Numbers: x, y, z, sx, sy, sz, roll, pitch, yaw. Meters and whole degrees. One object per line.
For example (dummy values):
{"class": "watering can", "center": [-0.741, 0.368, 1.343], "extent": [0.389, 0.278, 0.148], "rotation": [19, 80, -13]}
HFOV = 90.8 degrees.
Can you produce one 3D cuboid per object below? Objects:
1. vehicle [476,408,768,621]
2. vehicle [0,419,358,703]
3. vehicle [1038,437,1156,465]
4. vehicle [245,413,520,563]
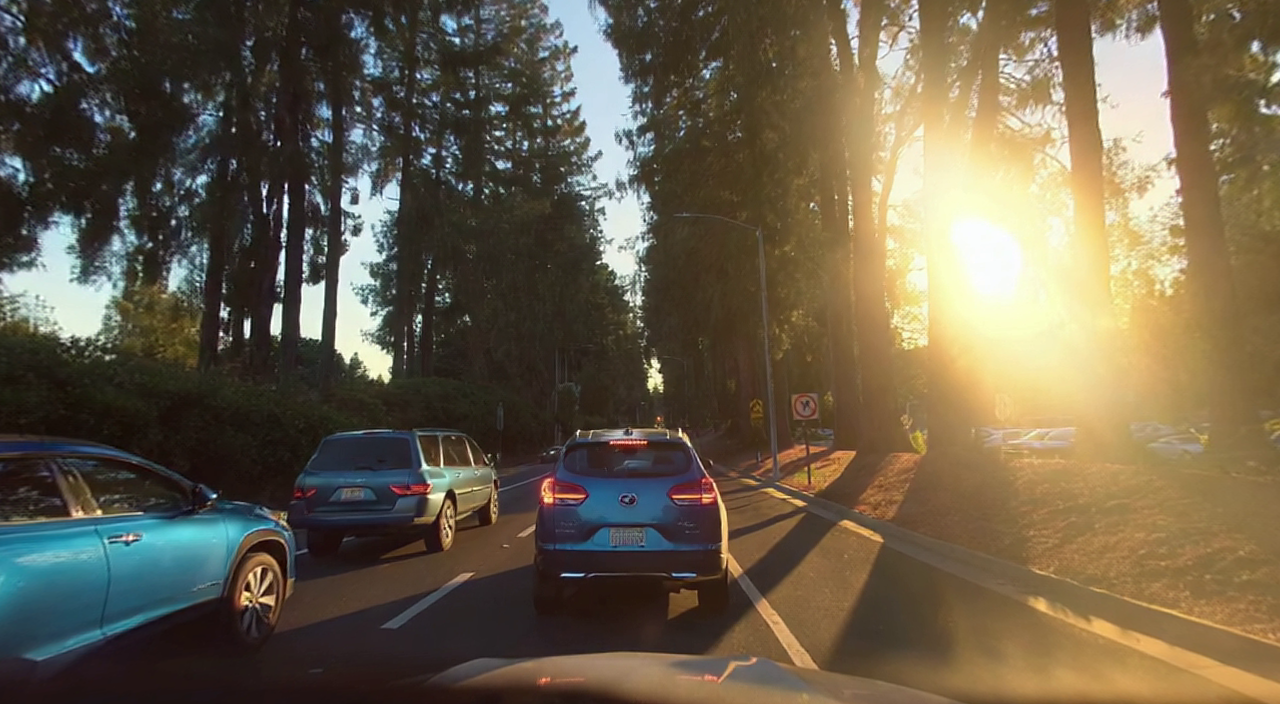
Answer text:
{"class": "vehicle", "center": [-0.032, 1.520, 6.830], "extent": [2.229, 1.591, 3.897], "rotation": [-1, -8, 3]}
{"class": "vehicle", "center": [-3.656, 1.164, 3.625], "extent": [1.922, 1.464, 4.424], "rotation": [0, -8, 2]}
{"class": "vehicle", "center": [28.463, 6.171, 39.453], "extent": [5.955, 1.702, 2.166], "rotation": [1, -8, -6]}
{"class": "vehicle", "center": [-3.491, 1.943, 9.821], "extent": [2.188, 1.745, 4.618], "rotation": [0, -8, 2]}
